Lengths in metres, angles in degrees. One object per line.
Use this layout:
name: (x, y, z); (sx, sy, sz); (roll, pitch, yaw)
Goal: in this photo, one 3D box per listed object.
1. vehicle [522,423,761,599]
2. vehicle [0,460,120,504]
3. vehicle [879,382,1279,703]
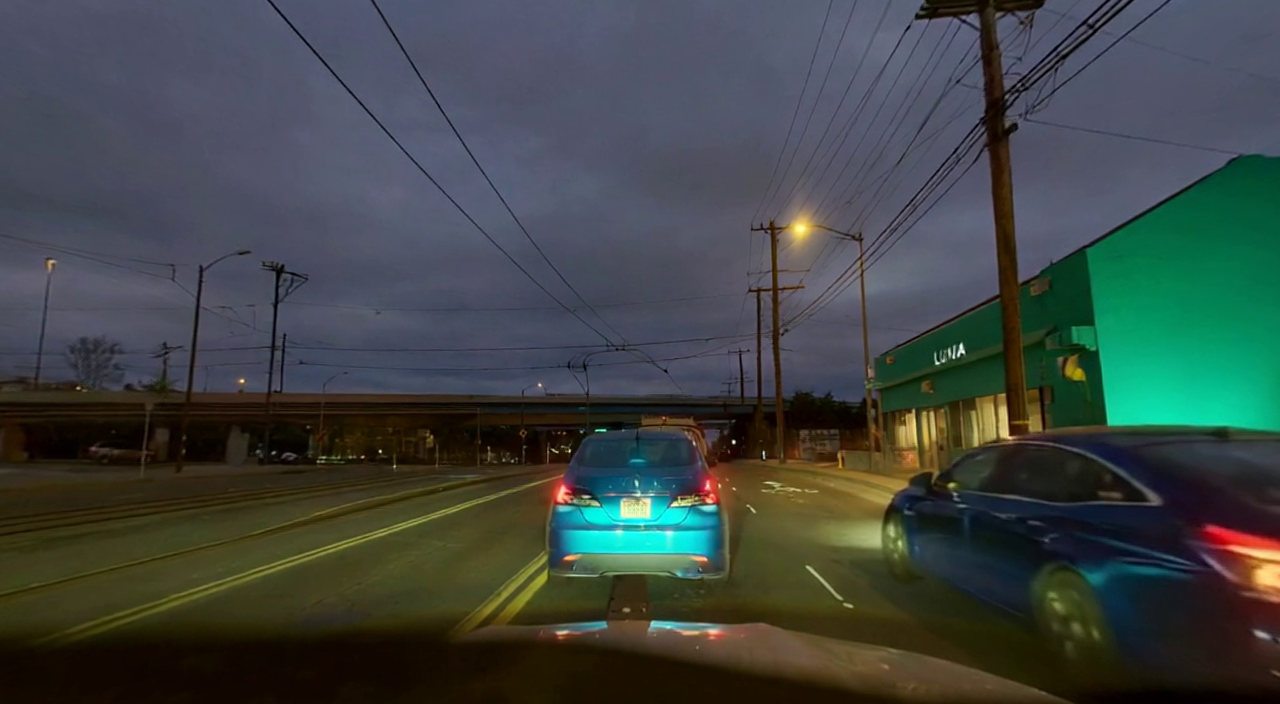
vehicle: (0.096, 1.702, 7.608); (2.090, 1.518, 4.033); (-1, -9, 3)
vehicle: (-21.931, 4.677, 22.838); (4.566, 1.453, 1.935); (-1, -9, 5)
vehicle: (3.203, 1.147, 4.122); (1.948, 1.490, 4.405); (-1, -9, 6)
